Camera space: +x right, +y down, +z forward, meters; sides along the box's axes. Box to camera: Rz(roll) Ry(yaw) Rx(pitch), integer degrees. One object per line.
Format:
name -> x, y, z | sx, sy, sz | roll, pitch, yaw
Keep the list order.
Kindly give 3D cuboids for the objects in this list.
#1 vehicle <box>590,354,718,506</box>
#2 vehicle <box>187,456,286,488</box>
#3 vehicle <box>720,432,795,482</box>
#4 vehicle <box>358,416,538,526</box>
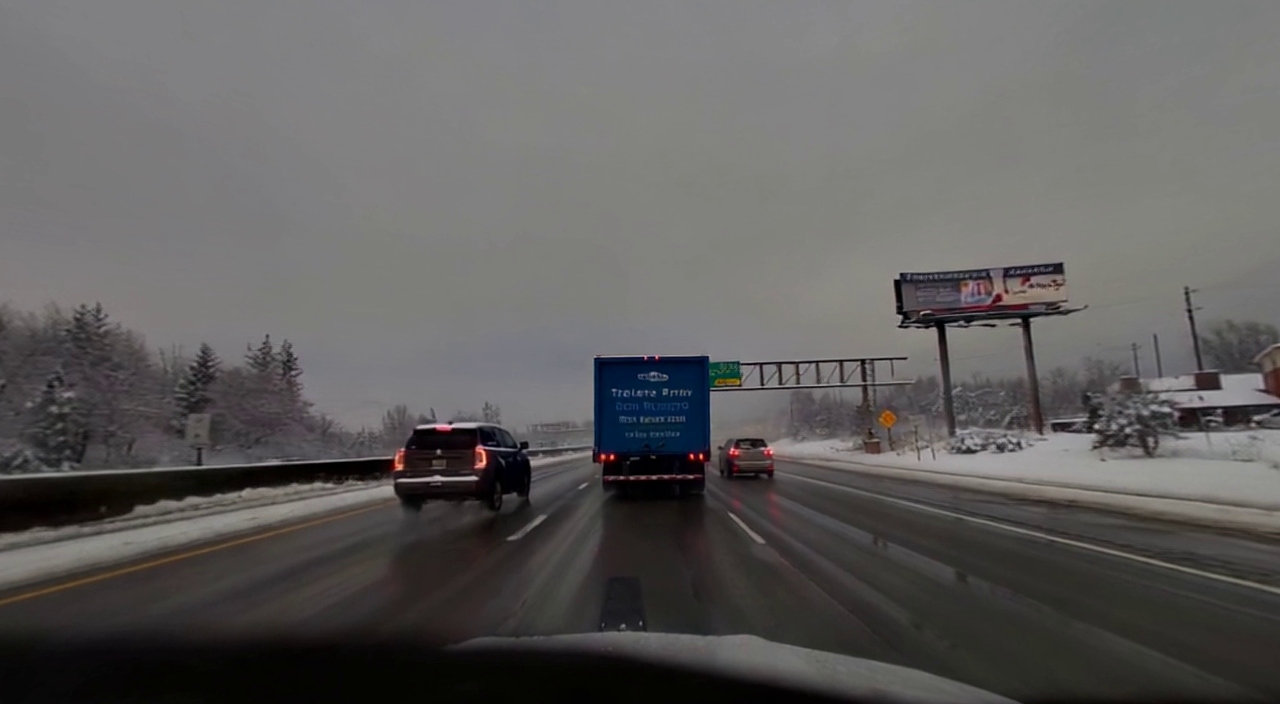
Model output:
vehicle -> 0.373, 2.279, 17.963 | 2.733, 3.296, 8.571 | 0, -8, 1
vehicle -> -21.756, 6.476, 34.284 | 1.915, 1.492, 4.664 | -1, -8, 7
vehicle -> 4.310, 3.917, 23.815 | 1.986, 1.718, 4.296 | 0, -8, 0
vehicle -> -3.558, 2.286, 12.722 | 2.133, 1.808, 4.349 | 0, -8, 2
